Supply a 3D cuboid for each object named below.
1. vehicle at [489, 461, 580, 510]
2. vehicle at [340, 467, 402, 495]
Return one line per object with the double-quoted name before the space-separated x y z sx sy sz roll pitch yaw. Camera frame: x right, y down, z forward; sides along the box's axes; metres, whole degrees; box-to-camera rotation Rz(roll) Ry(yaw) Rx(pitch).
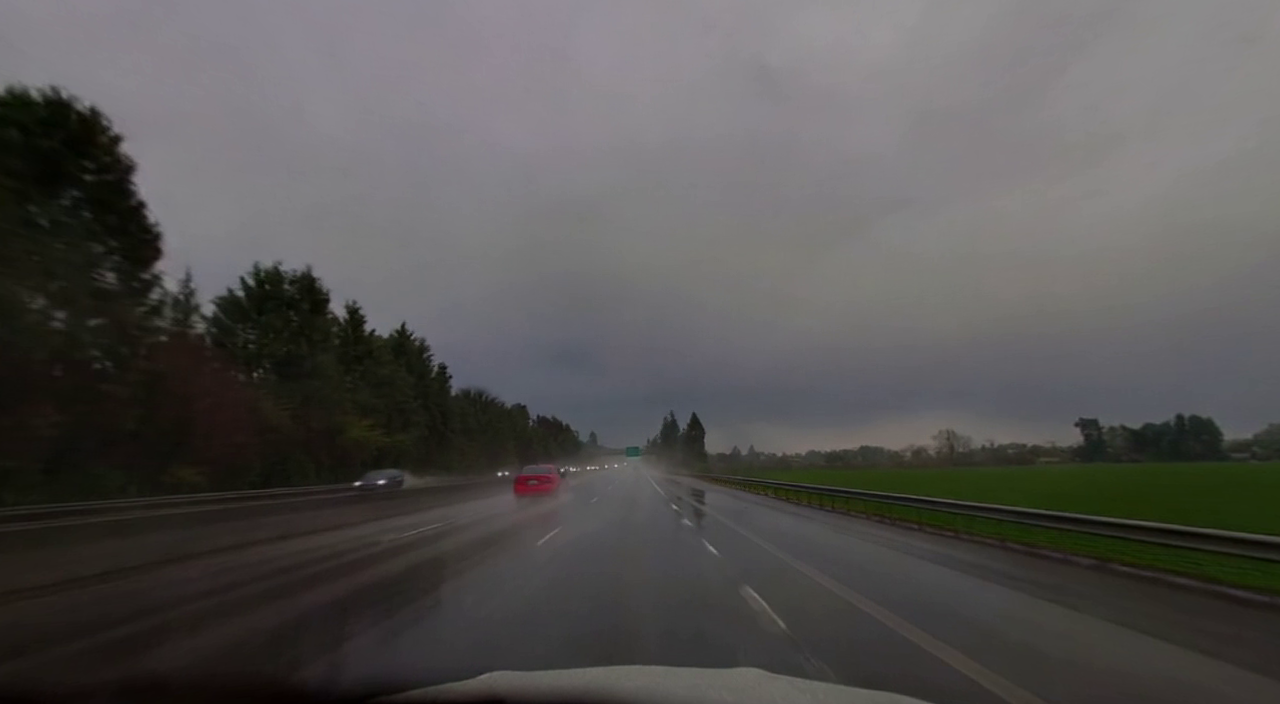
"vehicle" -3.418 4.466 21.414 2.183 1.435 4.653 0 -10 1
"vehicle" -17.101 8.214 40.255 1.880 1.616 4.522 0 -10 1
